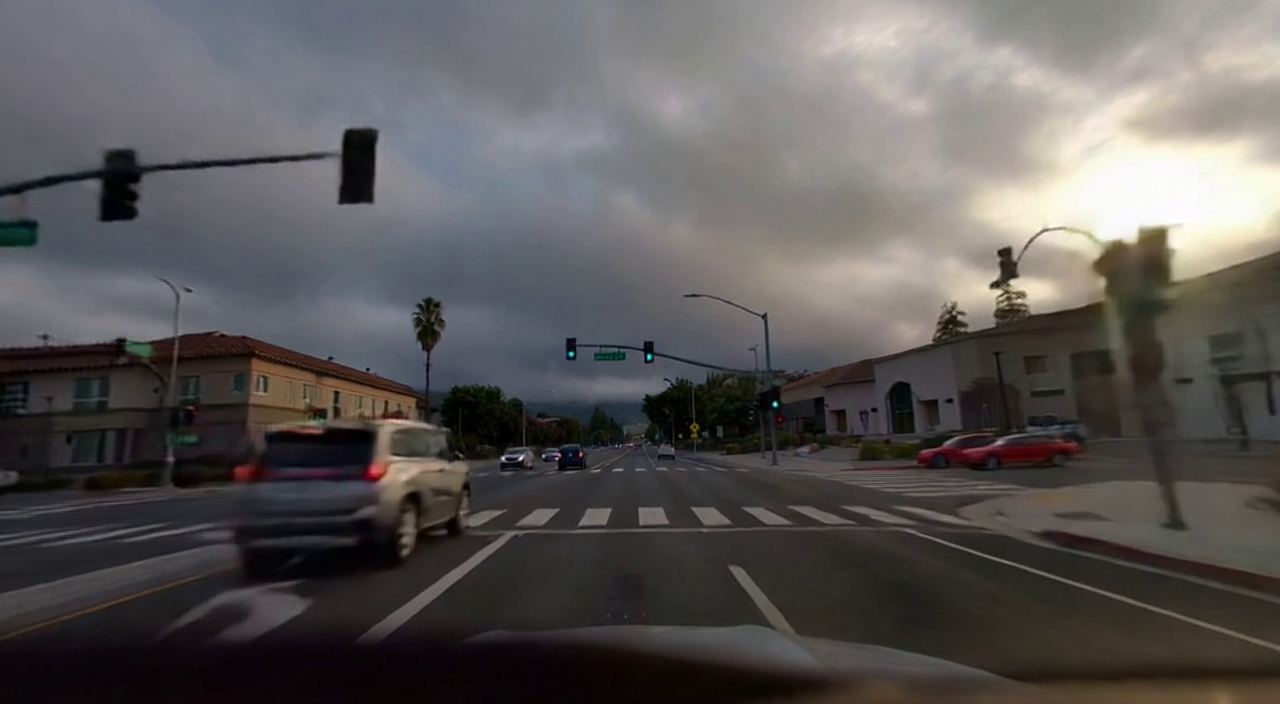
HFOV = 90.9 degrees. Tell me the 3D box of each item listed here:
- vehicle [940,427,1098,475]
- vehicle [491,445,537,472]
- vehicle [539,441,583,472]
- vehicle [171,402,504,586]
[{"bbox_3d":[14.162,3.682,23.762,4.634,1.449,1.936,-3,-7,-1],"label":"vehicle"},{"bbox_3d":[-7.644,6.471,38.575,1.974,1.521,4.197,0,-8,0],"label":"vehicle"},{"bbox_3d":[-4.777,6.364,38.655,2.070,1.481,4.266,-4,-6,0],"label":"vehicle"},{"bbox_3d":[-3.438,1.702,8.401,2.250,1.791,4.300,0,-8,0],"label":"vehicle"}]
